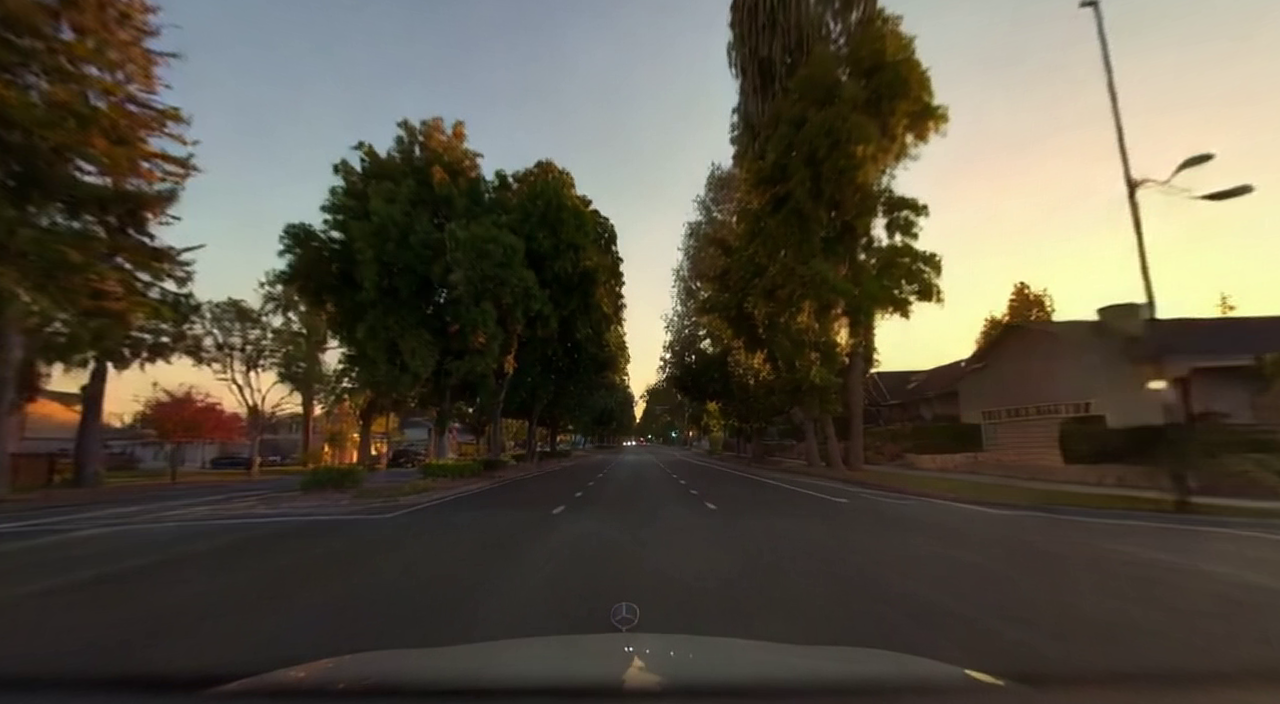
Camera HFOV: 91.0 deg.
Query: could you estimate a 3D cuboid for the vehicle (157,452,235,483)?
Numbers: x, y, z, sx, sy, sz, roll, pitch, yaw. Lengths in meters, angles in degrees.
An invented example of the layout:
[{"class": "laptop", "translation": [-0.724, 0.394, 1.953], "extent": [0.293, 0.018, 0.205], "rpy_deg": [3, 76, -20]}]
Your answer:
[{"class": "vehicle", "translation": [-29.864, 7.746, 42.519], "extent": [2.019, 1.696, 4.735], "rpy_deg": [-5, -8, -3]}]
